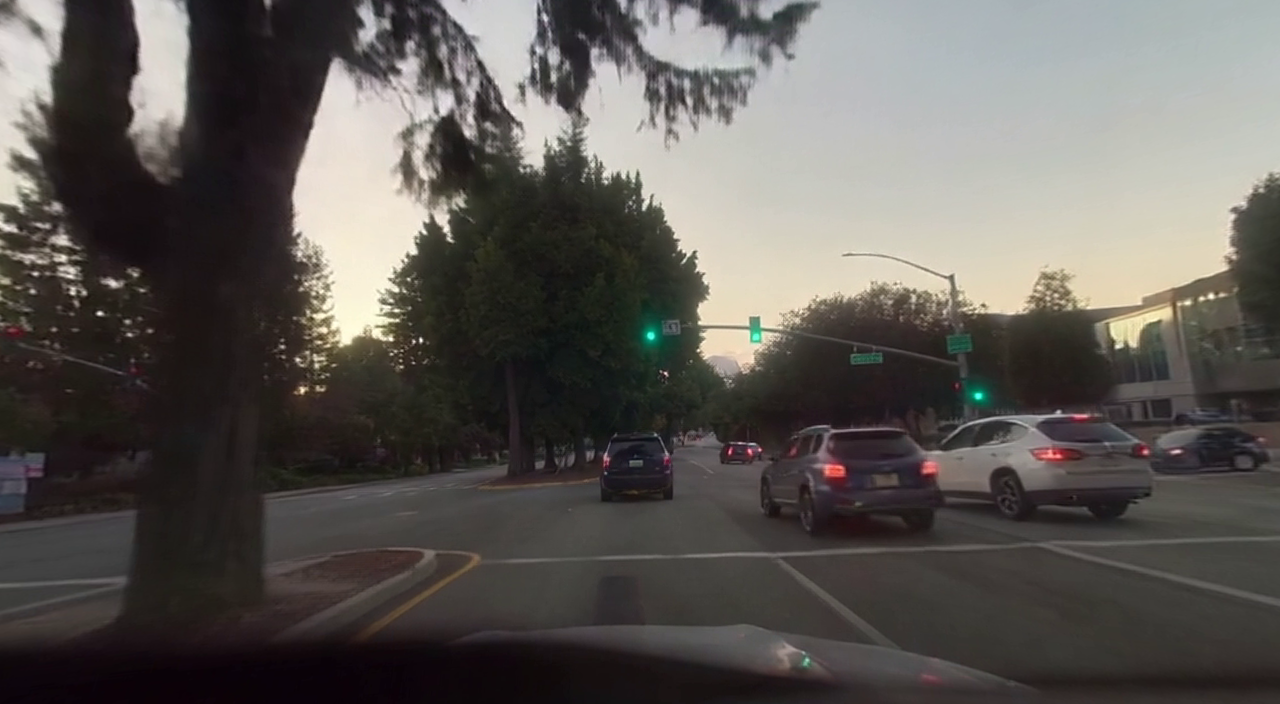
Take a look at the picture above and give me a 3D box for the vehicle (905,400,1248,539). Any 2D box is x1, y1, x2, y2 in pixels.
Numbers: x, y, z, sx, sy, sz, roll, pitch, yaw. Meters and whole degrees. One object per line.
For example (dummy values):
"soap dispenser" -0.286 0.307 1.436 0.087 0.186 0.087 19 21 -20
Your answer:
"vehicle" 7.095 2.005 11.342 2.251 1.873 5.346 0 -9 -1

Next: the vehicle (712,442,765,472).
"vehicle" 6.220 6.720 40.639 2.440 1.775 4.791 0 -9 -2

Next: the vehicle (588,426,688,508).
"vehicle" -0.087 3.020 16.938 2.353 1.894 4.122 0 -9 -1

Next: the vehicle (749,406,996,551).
"vehicle" 3.344 1.965 10.509 2.057 1.788 5.216 0 -9 -1
